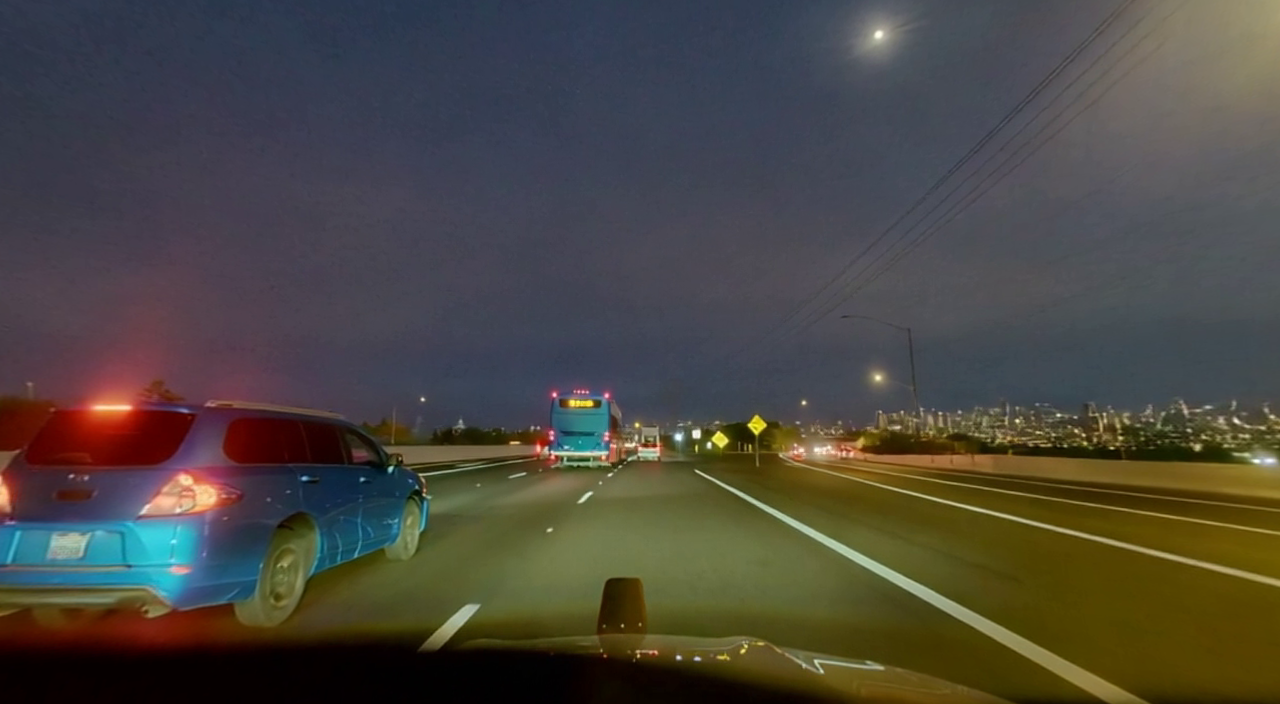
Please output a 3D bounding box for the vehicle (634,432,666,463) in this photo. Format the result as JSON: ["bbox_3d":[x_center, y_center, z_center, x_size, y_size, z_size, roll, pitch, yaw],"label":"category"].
[{"bbox_3d":[0.675,6.577,43.443,2.083,2.001,4.782,0,-8,1],"label":"vehicle"}]

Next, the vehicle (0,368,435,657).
[{"bbox_3d":[-3.707,1.274,5.980,2.021,1.730,4.223,0,-8,1],"label":"vehicle"}]

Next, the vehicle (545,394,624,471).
[{"bbox_3d":[-2.863,4.823,36.909,3.382,3.712,11.766,1,-9,1],"label":"vehicle"}]
